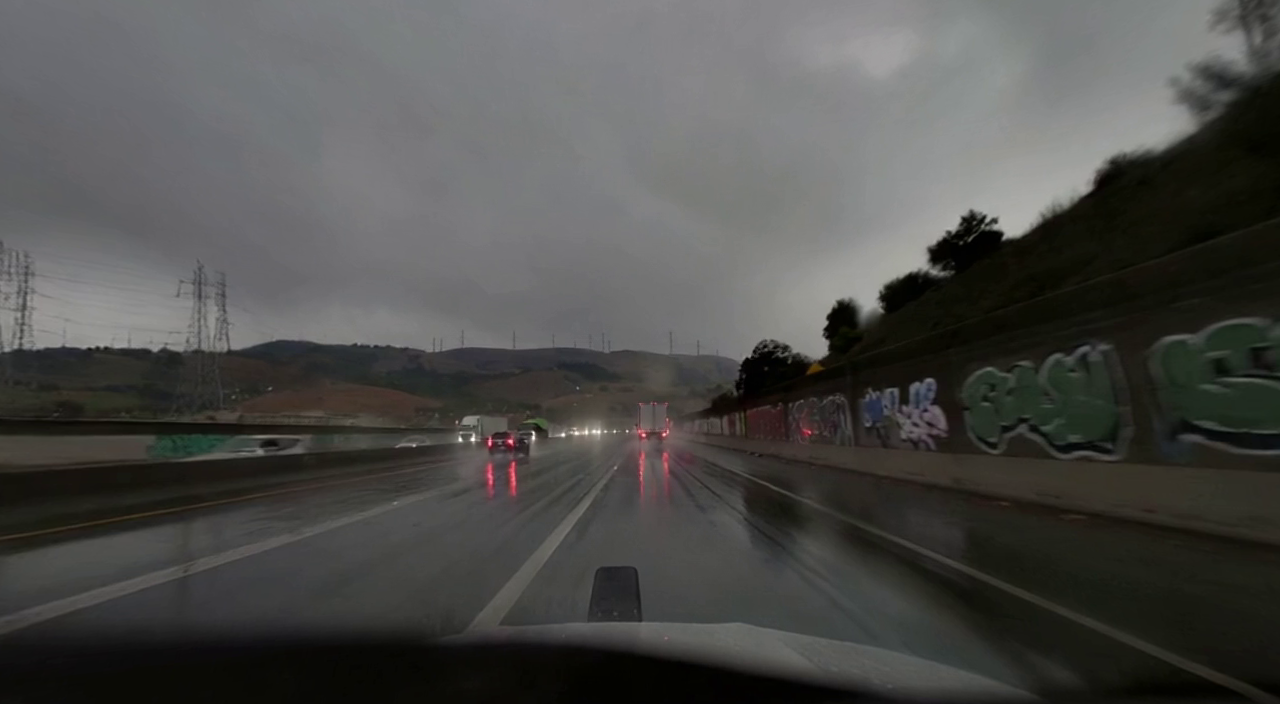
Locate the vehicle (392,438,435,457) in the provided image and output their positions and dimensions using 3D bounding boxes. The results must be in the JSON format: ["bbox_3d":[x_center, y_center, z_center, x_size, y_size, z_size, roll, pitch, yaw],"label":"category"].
[{"bbox_3d":[-17.343,7.328,48.410,1.781,1.409,3.993,0,-8,0],"label":"vehicle"}]

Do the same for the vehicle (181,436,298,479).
[{"bbox_3d":[-13.937,3.654,22.176,1.798,1.400,3.503,0,-8,0],"label":"vehicle"}]

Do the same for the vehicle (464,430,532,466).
[{"bbox_3d":[-6.278,4.276,28.373,1.965,1.486,4.448,0,-8,1],"label":"vehicle"}]
